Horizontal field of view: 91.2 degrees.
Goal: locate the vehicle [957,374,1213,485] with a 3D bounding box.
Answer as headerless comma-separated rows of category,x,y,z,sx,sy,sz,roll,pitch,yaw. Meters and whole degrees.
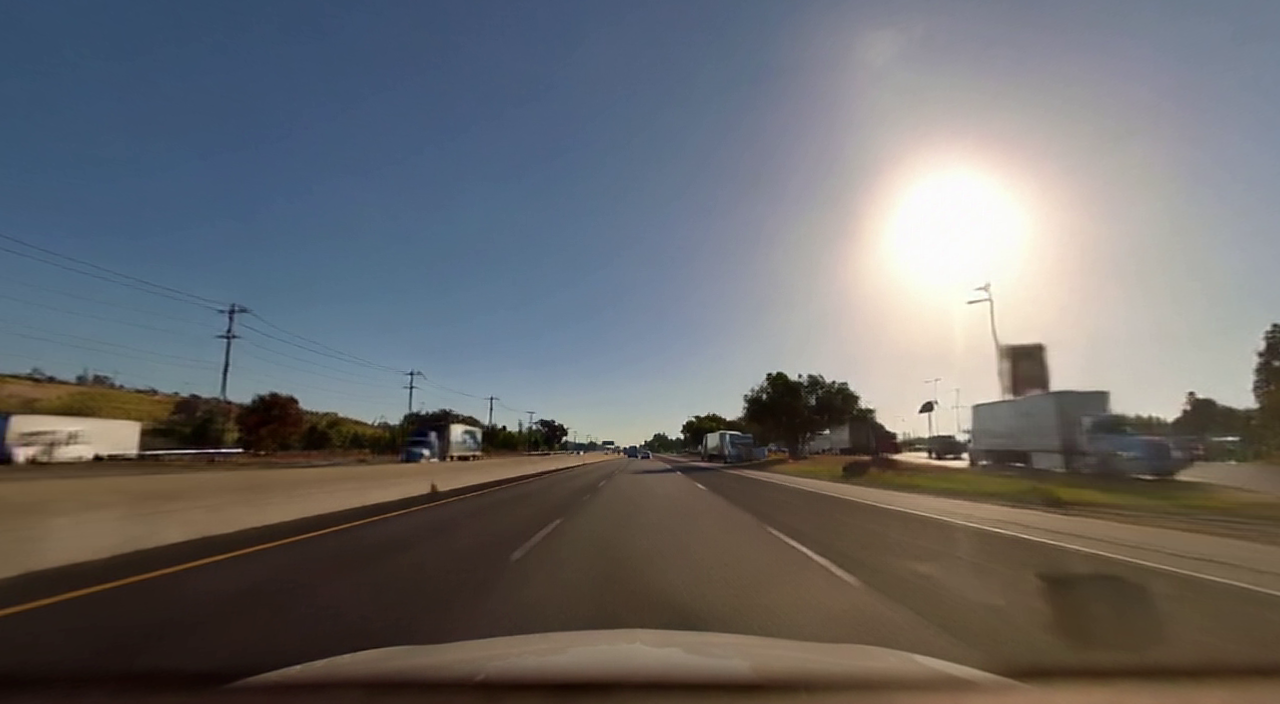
vehicle,20.490,3.929,31.129,2.840,4.125,15.151,-1,-8,5

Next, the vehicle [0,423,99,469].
vehicle,-34.501,5.312,35.067,2.235,2.370,7.070,-1,-9,-1
